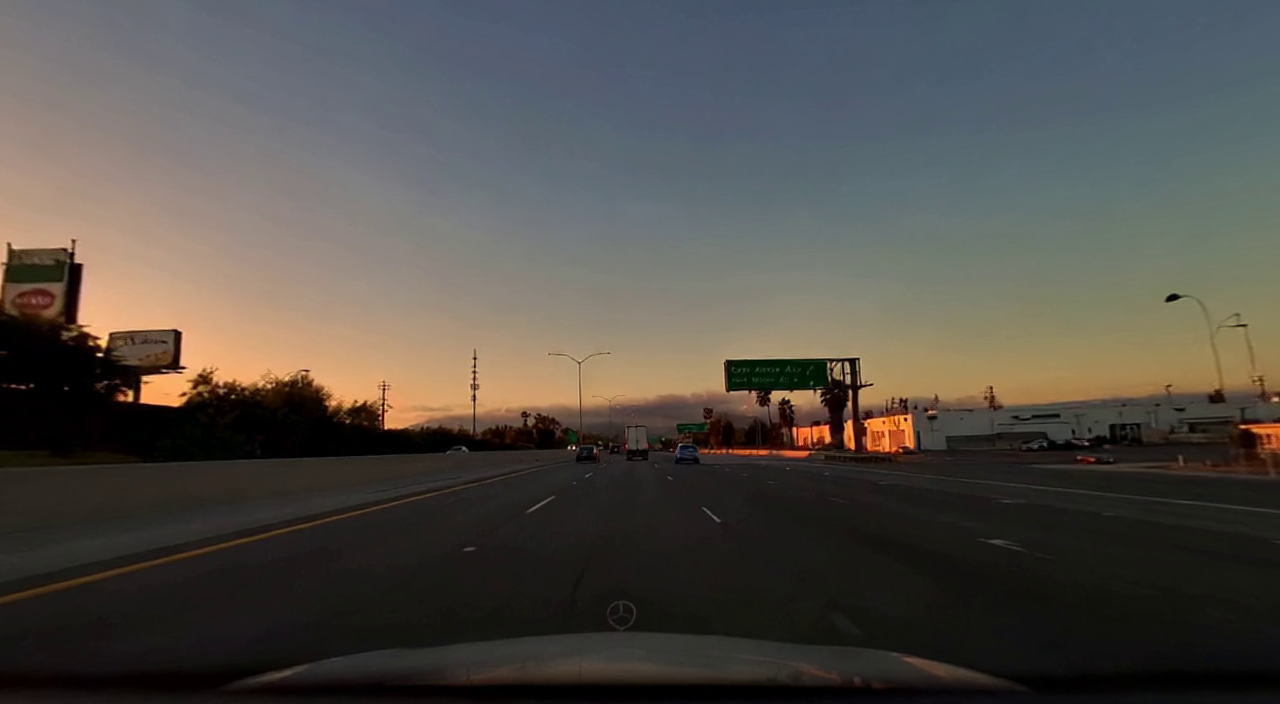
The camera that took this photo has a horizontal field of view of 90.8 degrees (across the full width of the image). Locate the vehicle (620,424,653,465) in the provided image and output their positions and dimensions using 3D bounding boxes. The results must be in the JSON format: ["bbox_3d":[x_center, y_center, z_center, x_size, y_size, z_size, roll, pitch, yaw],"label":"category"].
[{"bbox_3d":[-0.315,7.193,49.106,2.364,2.953,6.495,0,-8,-1],"label":"vehicle"}]

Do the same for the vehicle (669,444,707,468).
[{"bbox_3d":[3.070,6.716,40.977,2.049,1.485,4.106,0,-8,-1],"label":"vehicle"}]
